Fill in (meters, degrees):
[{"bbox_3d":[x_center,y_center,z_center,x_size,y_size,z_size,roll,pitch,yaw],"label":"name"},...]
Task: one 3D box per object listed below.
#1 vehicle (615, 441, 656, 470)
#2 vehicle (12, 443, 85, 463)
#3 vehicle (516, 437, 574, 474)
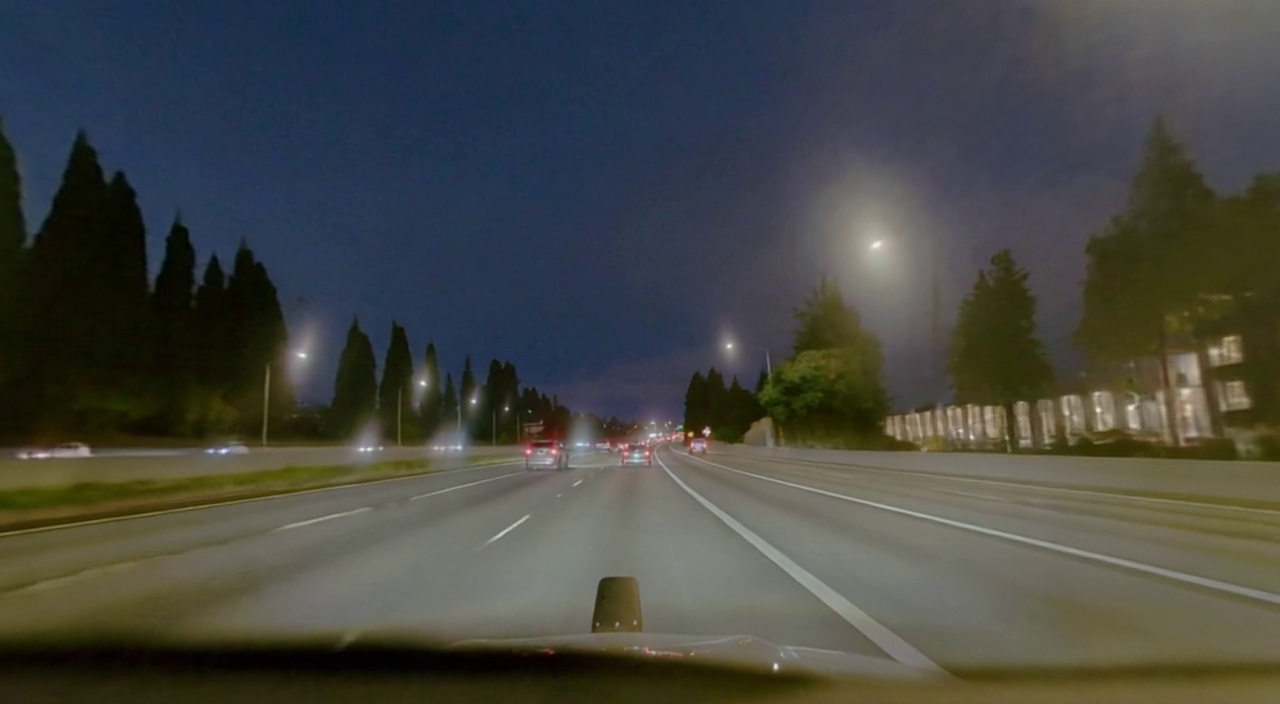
[{"bbox_3d":[-0.279,5.775,35.442,2.146,1.485,4.332,0,-9,-1],"label":"vehicle"},{"bbox_3d":[-44.446,7.604,47.641,1.822,1.427,3.821,0,-9,-2],"label":"vehicle"},{"bbox_3d":[-4.732,5.205,32.081,2.260,1.706,4.177,-1,-9,0],"label":"vehicle"}]
